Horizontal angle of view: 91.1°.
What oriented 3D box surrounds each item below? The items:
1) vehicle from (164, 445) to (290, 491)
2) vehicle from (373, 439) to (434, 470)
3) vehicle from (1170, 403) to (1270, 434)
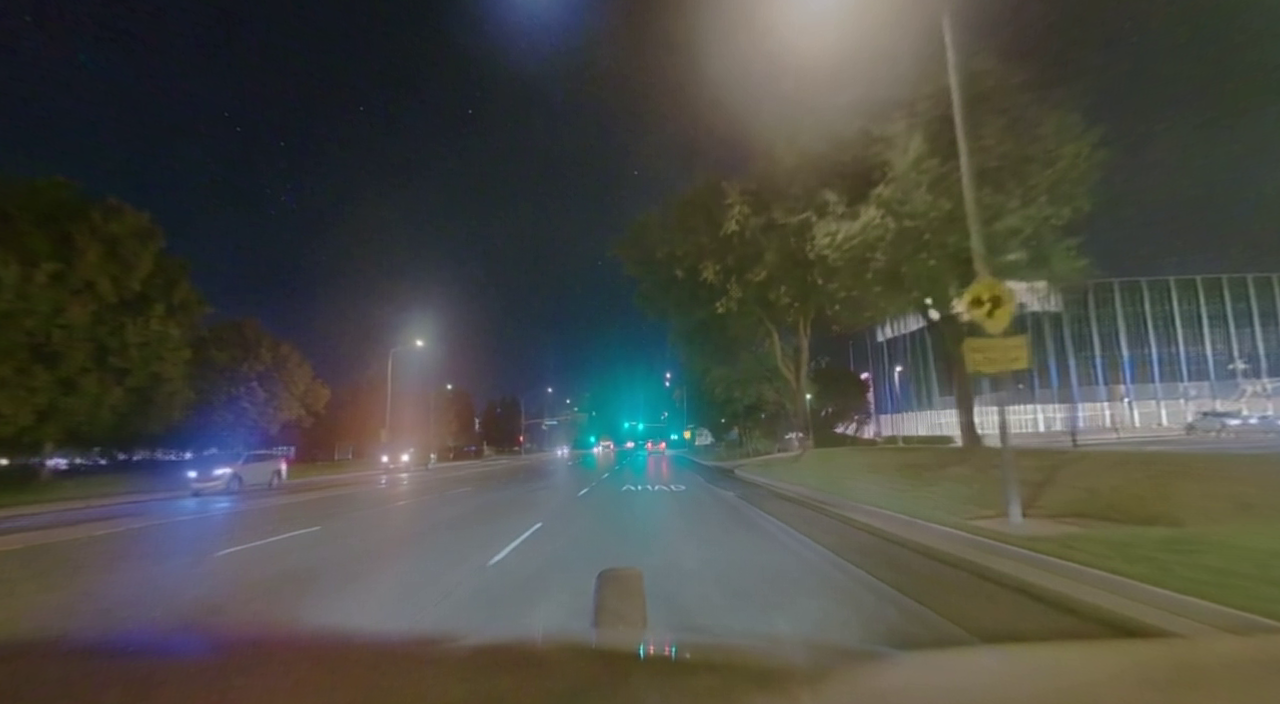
[{"bbox_3d":[-17.297,4.840,26.638,2.112,1.754,4.740,0,-8,0],"label":"vehicle"},{"bbox_3d":[-17.154,7.429,45.842,2.331,2.109,5.400,0,-8,0],"label":"vehicle"},{"bbox_3d":[39.858,4.659,43.342,1.882,1.686,5.050,-2,-10,-3],"label":"vehicle"}]
